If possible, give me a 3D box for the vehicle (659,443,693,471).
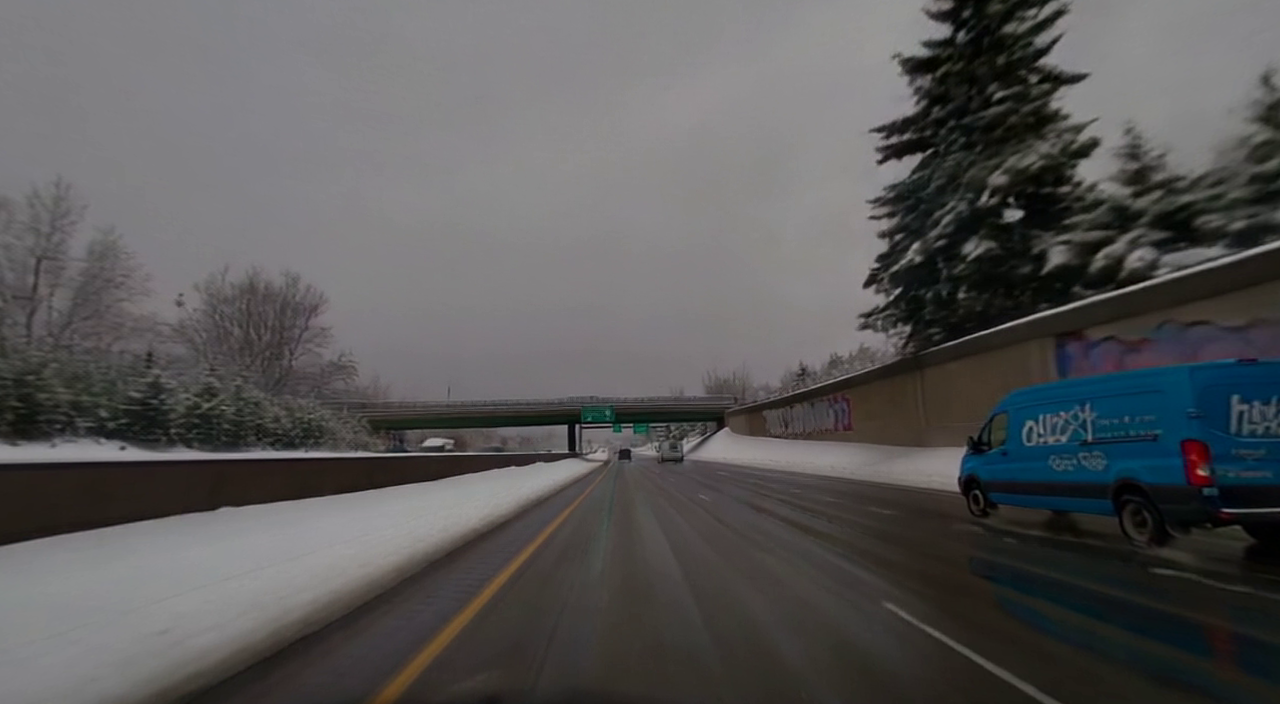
[{"bbox_3d":[2.579,7.722,46.369,2.007,1.943,5.010,0,-9,-2],"label":"vehicle"}]

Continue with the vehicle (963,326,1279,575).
[{"bbox_3d":[7.671,1.451,9.578,2.283,2.631,5.719,0,-9,-1],"label":"vehicle"}]

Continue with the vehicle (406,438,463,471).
[{"bbox_3d":[-15.798,7.902,48.687,2.397,2.304,6.142,0,-9,-1],"label":"vehicle"}]
